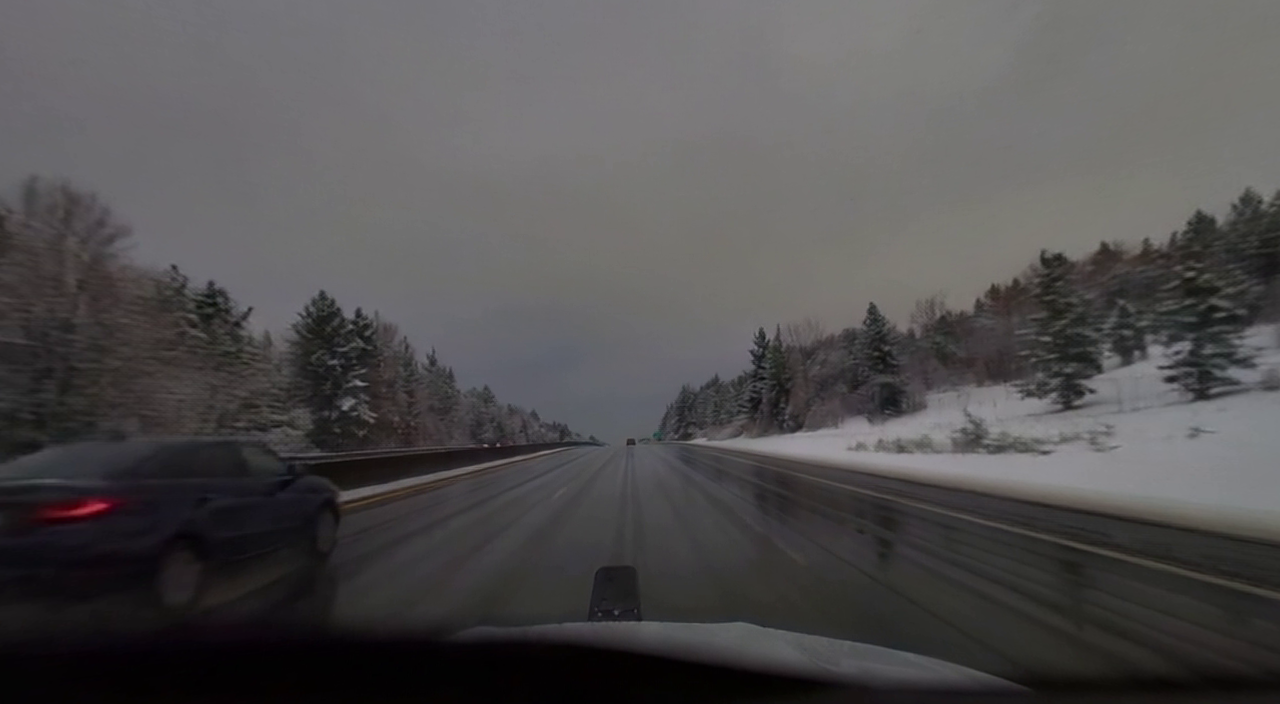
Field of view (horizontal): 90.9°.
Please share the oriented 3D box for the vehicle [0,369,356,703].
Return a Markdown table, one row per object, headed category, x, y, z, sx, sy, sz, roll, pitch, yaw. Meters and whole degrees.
| category | x | y | z | sx | sy | sz | roll | pitch | yaw |
| --- | --- | --- | --- | --- | --- | --- | --- | --- | --- |
| vehicle | -4.171 | 1.138 | 4.559 | 2.185 | 1.677 | 4.390 | 0 | -8 | 0 |
